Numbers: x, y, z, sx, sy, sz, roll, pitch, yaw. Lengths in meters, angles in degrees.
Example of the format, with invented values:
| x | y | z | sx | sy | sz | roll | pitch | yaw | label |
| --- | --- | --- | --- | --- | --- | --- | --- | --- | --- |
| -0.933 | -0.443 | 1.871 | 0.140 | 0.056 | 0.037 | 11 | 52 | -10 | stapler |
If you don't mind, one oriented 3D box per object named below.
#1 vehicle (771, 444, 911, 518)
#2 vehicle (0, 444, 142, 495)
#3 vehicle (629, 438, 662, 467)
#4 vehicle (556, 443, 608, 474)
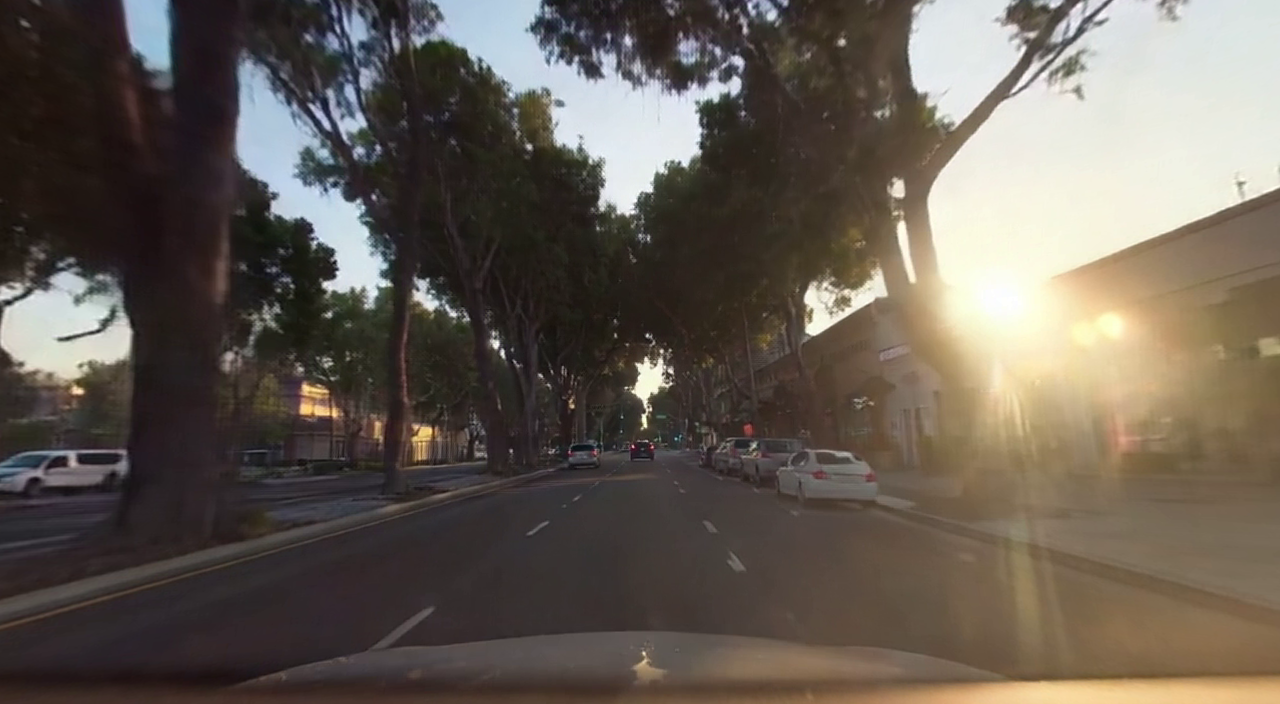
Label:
| x | y | z | sx | sy | sz | roll | pitch | yaw | label |
| --- | --- | --- | --- | --- | --- | --- | --- | --- | --- |
| 4.444 | 2.890 | 14.711 | 1.896 | 1.451 | 4.329 | 0 | -9 | 1 | vehicle |
| -27.066 | 5.433 | 29.694 | 2.231 | 2.124 | 5.680 | -1 | -9 | 4 | vehicle |
| 0.377 | 6.568 | 41.297 | 2.075 | 1.770 | 4.018 | 0 | -9 | 1 | vehicle |
| -2.926 | 5.485 | 32.814 | 2.151 | 1.484 | 4.468 | 0 | -9 | 2 | vehicle |
